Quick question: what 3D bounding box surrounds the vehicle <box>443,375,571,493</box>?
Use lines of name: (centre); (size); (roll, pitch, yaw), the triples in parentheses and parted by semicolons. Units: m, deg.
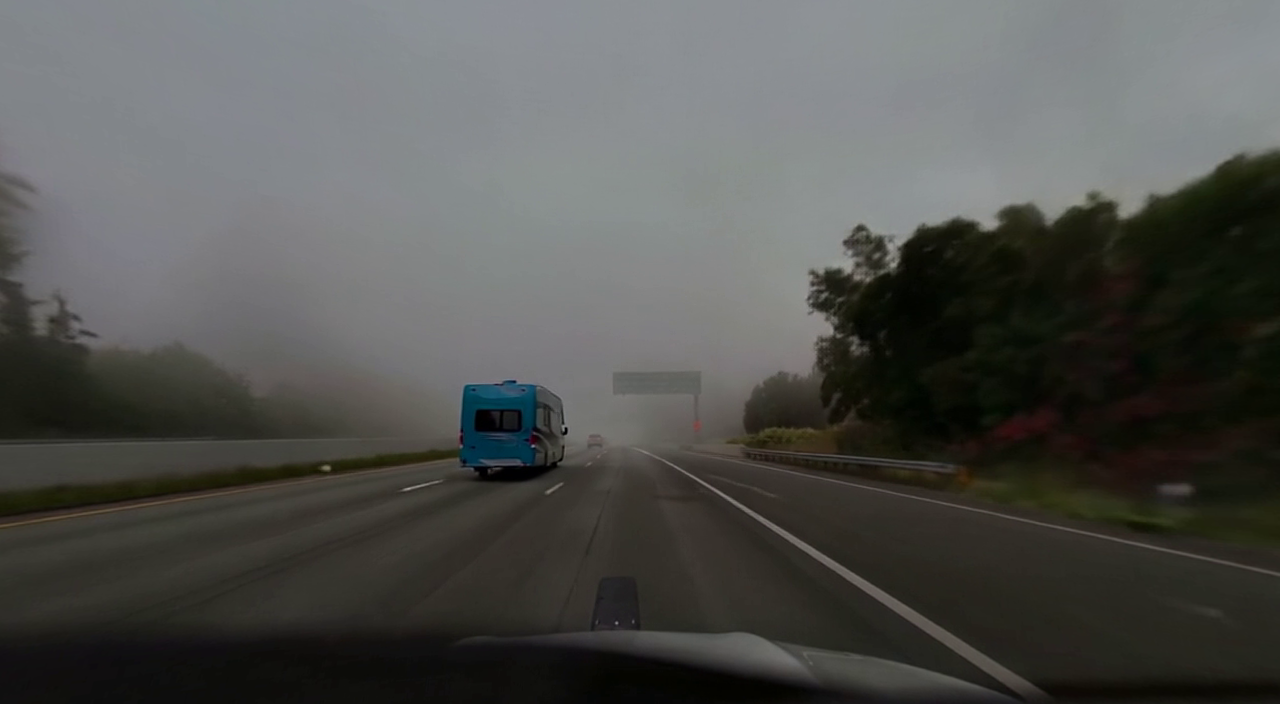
vehicle: (-4.082, 2.730, 21.187); (2.676, 3.269, 7.388); (0, -7, 0)
